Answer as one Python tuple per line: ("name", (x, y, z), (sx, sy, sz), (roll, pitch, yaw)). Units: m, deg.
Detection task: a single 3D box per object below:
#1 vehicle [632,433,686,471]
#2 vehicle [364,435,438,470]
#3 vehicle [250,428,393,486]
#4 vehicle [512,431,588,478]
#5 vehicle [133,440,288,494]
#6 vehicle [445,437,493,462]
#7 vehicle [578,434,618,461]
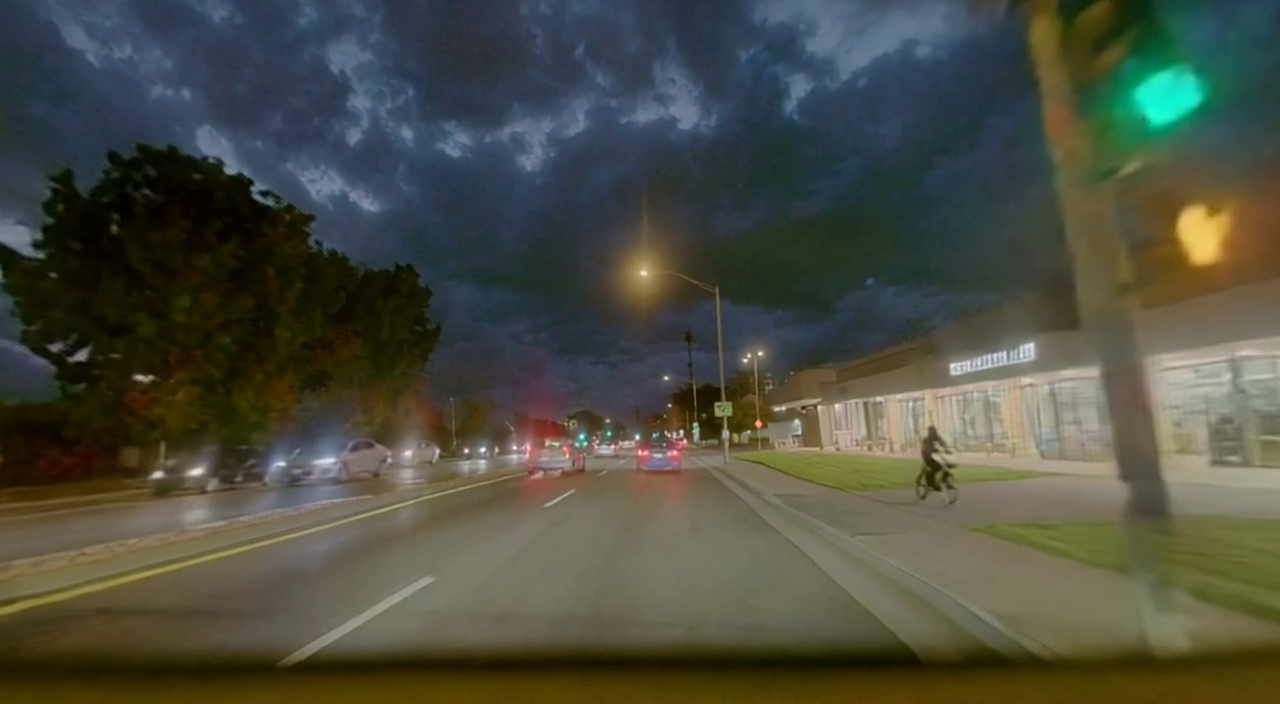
("vehicle", (0.723, 4.196, 26.639), (2.085, 1.475, 3.976), (0, -8, -1))
("vehicle", (-13.208, 5.581, 35.267), (2.050, 1.786, 4.633), (-1, -8, 4))
("vehicle", (-10.362, 3.461, 21.075), (2.175, 1.684, 4.475), (-1, -8, 4))
("vehicle", (-3.067, 3.595, 22.286), (1.921, 1.477, 4.083), (-1, -8, 2))
("vehicle", (-13.876, 3.701, 20.791), (1.864, 1.560, 4.317), (-1, -8, 4))
("vehicle", (-11.955, 6.829, 44.420), (1.936, 1.656, 4.284), (-1, -8, 3))
("vehicle", (-2.464, 5.685, 37.757), (1.887, 1.517, 4.254), (-1, -8, 3))
